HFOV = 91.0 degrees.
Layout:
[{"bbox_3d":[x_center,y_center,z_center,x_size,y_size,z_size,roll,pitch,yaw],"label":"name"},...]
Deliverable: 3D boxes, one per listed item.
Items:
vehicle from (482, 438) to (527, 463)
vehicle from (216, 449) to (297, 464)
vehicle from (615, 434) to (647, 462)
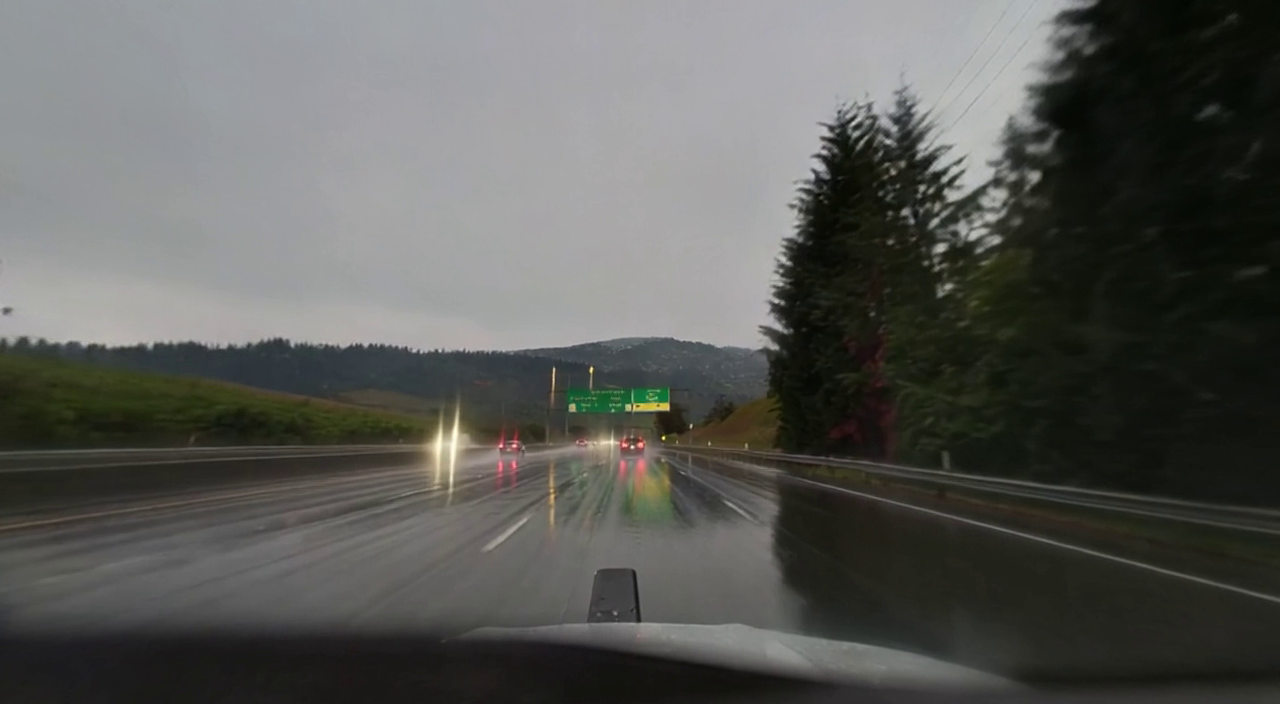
[{"bbox_3d":[-8.745,6.379,40.886,2.047,1.486,4.306,0,-8,-1],"label":"vehicle"},{"bbox_3d":[-23.084,6.315,38.083,2.163,0.794,4.642,0,-8,-2],"label":"vehicle"},{"bbox_3d":[-0.599,6.284,41.308,2.040,1.715,3.906,0,-8,-1],"label":"vehicle"}]
